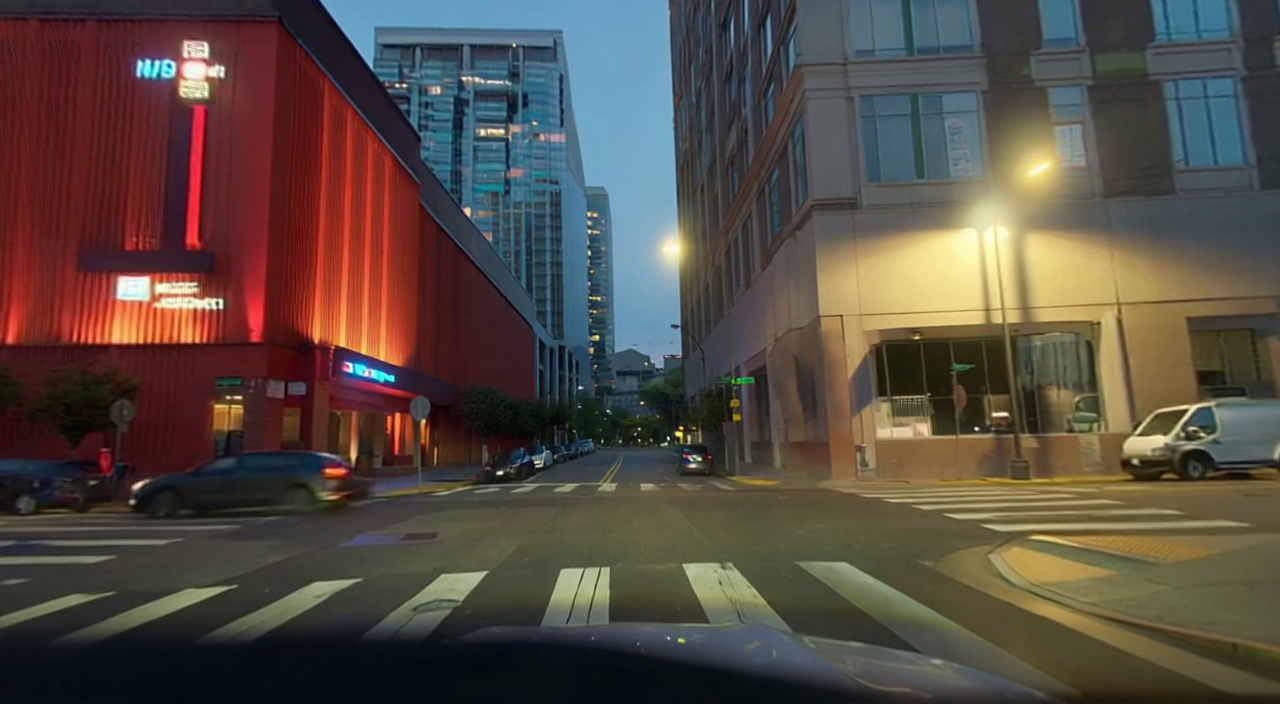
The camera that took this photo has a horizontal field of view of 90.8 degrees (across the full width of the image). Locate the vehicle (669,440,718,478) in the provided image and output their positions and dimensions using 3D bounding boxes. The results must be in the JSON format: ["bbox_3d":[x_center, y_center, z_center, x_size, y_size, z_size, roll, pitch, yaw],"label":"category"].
[{"bbox_3d":[2.459,5.059,30.123,1.917,1.680,4.500,0,-9,-1],"label":"vehicle"}]

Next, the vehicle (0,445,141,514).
[{"bbox_3d":[-16.110,3.242,16.312,4.558,1.635,2.008,1,-9,-6],"label":"vehicle"}]

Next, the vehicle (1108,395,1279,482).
[{"bbox_3d":[18.572,2.750,20.085,5.384,2.586,2.358,0,-9,0],"label":"vehicle"}]

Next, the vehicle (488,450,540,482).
[{"bbox_3d":[-6.157,5.569,31.209,1.864,1.447,3.887,0,-9,-2],"label":"vehicle"}]

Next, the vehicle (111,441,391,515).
[{"bbox_3d":[-8.469,2.774,14.259,4.877,1.482,2.041,1,-9,-7],"label":"vehicle"}]
